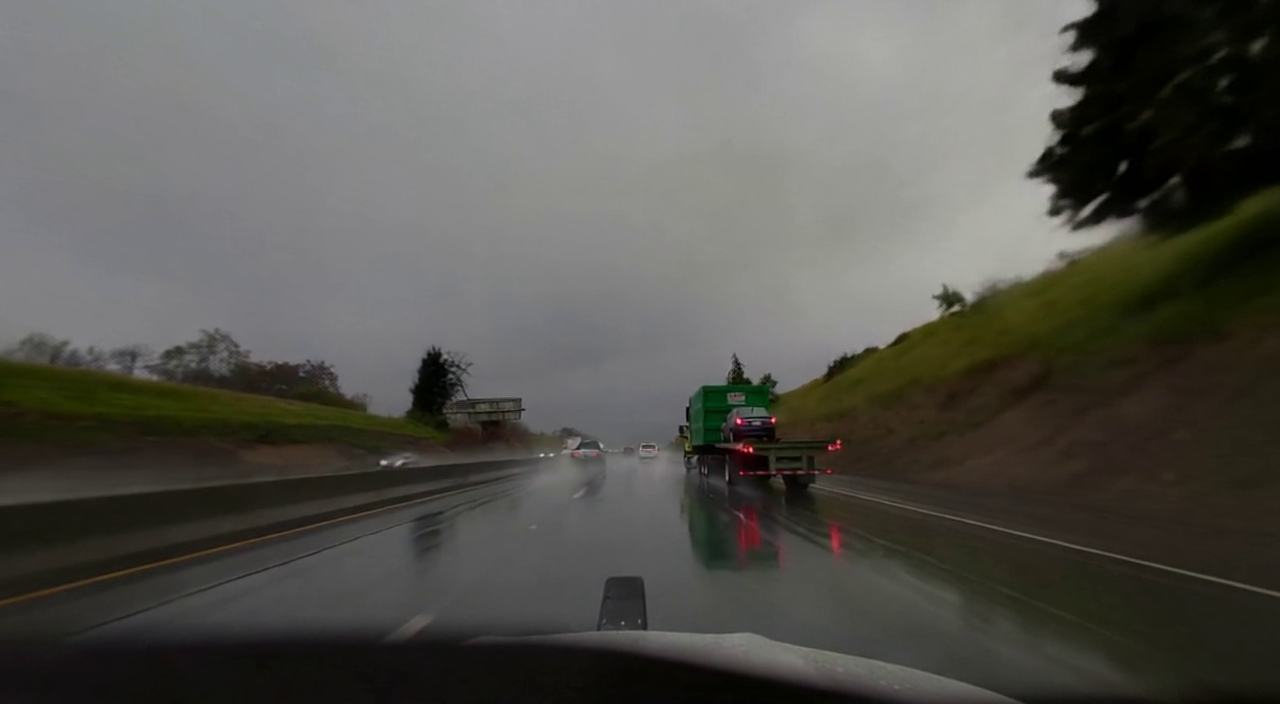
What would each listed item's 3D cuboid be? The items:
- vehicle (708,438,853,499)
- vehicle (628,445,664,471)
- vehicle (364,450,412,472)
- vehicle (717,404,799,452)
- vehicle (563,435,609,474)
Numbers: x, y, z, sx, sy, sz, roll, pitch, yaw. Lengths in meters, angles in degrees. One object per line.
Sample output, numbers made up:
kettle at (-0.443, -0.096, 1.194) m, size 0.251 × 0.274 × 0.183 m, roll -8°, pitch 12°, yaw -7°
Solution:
vehicle at (4.210, 3.804, 21.316) m, size 2.654 × 1.574 × 9.537 m, roll 0°, pitch -9°, yaw -1°
vehicle at (0.373, 6.422, 38.229) m, size 2.086 × 1.497 × 3.681 m, roll 0°, pitch -9°, yaw 1°
vehicle at (-18.365, 7.932, 46.103) m, size 1.962 × 1.488 × 3.587 m, roll 0°, pitch -9°, yaw 0°
vehicle at (4.085, 2.790, 22.525) m, size 1.968 × 1.547 × 4.215 m, roll 0°, pitch -9°, yaw -2°
vehicle at (-2.986, 5.840, 35.933) m, size 2.142 × 2.044 × 4.446 m, roll 0°, pitch -9°, yaw 2°
